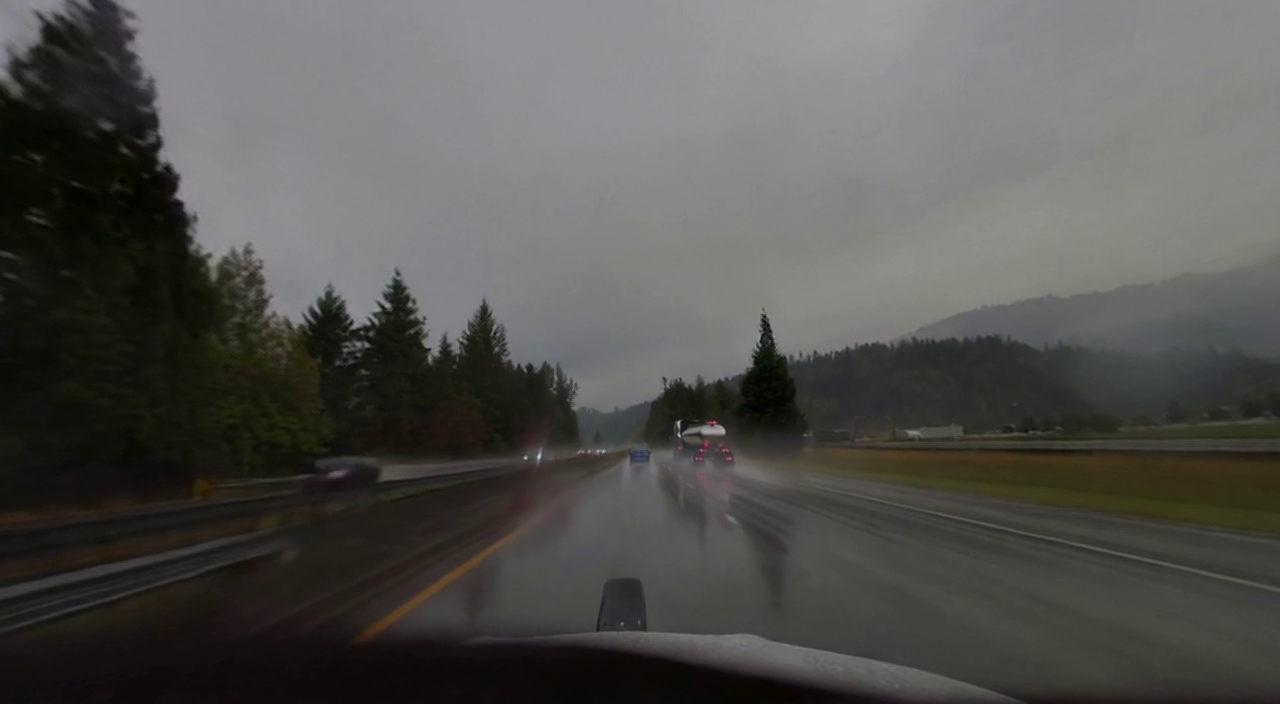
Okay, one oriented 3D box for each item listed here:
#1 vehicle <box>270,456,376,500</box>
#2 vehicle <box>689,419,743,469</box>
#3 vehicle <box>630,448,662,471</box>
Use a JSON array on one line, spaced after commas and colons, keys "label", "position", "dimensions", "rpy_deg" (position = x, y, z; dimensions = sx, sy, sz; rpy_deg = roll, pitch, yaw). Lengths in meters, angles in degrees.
[{"label": "vehicle", "position": [-12.215, 4.855, 24.603], "dimensions": [2.096, 1.487, 3.831], "rpy_deg": [0, -9, 0]}, {"label": "vehicle", "position": [5.003, 6.288, 42.844], "dimensions": [2.718, 3.034, 7.395], "rpy_deg": [0, -9, 0]}, {"label": "vehicle", "position": [0.371, 6.721, 39.631], "dimensions": [1.926, 1.386, 3.615], "rpy_deg": [0, -9, 0]}]
